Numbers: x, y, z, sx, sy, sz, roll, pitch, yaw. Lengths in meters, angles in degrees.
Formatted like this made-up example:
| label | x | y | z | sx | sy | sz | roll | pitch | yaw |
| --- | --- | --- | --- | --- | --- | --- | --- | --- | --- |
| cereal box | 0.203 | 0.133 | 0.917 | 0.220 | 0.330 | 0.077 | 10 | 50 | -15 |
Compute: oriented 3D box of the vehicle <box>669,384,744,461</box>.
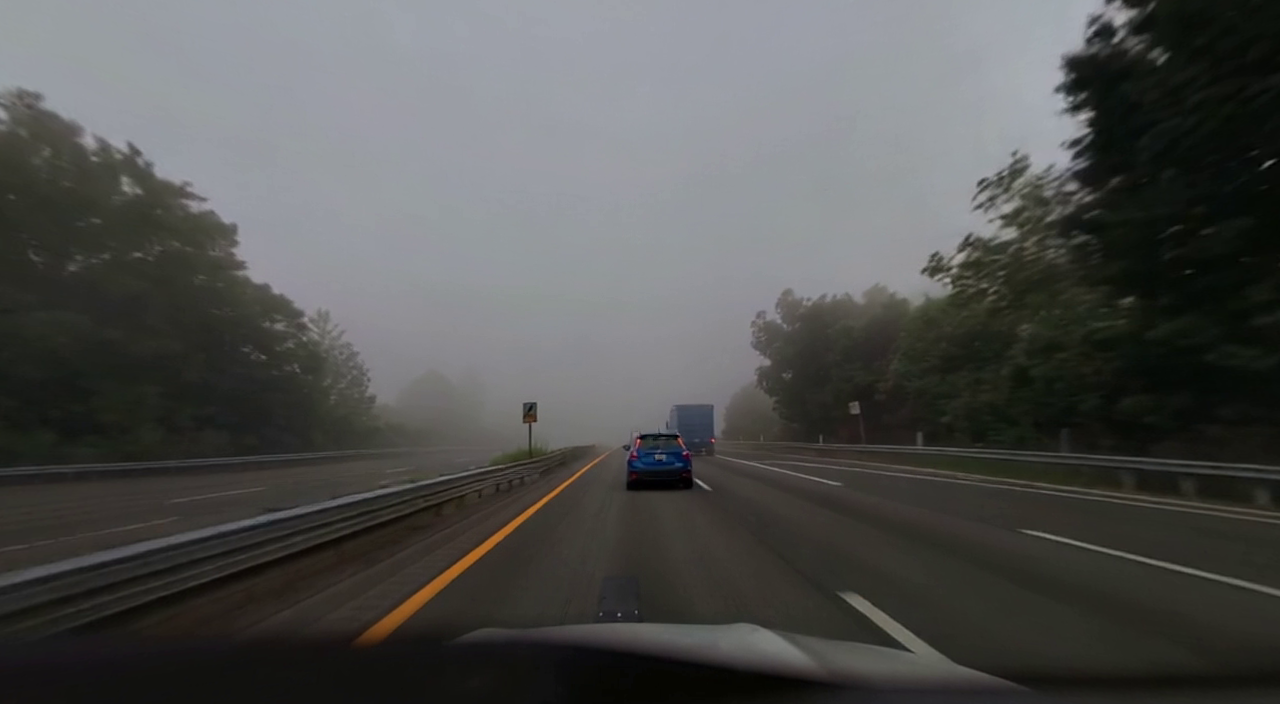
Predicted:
| label | x | y | z | sx | sy | sz | roll | pitch | yaw |
| --- | --- | --- | --- | --- | --- | --- | --- | --- | --- |
| vehicle | 3.911 | 4.770 | 41.292 | 3.129 | 4.126 | 14.913 | 0 | -8 | -1 |

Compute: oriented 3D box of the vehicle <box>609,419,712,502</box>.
| label | x | y | z | sx | sy | sz | roll | pitch | yaw |
| --- | --- | --- | --- | --- | --- | --- | --- | --- | --- |
| vehicle | 0.320 | 2.445 | 14.664 | 2.038 | 1.624 | 4.312 | 0 | -8 | -2 |
